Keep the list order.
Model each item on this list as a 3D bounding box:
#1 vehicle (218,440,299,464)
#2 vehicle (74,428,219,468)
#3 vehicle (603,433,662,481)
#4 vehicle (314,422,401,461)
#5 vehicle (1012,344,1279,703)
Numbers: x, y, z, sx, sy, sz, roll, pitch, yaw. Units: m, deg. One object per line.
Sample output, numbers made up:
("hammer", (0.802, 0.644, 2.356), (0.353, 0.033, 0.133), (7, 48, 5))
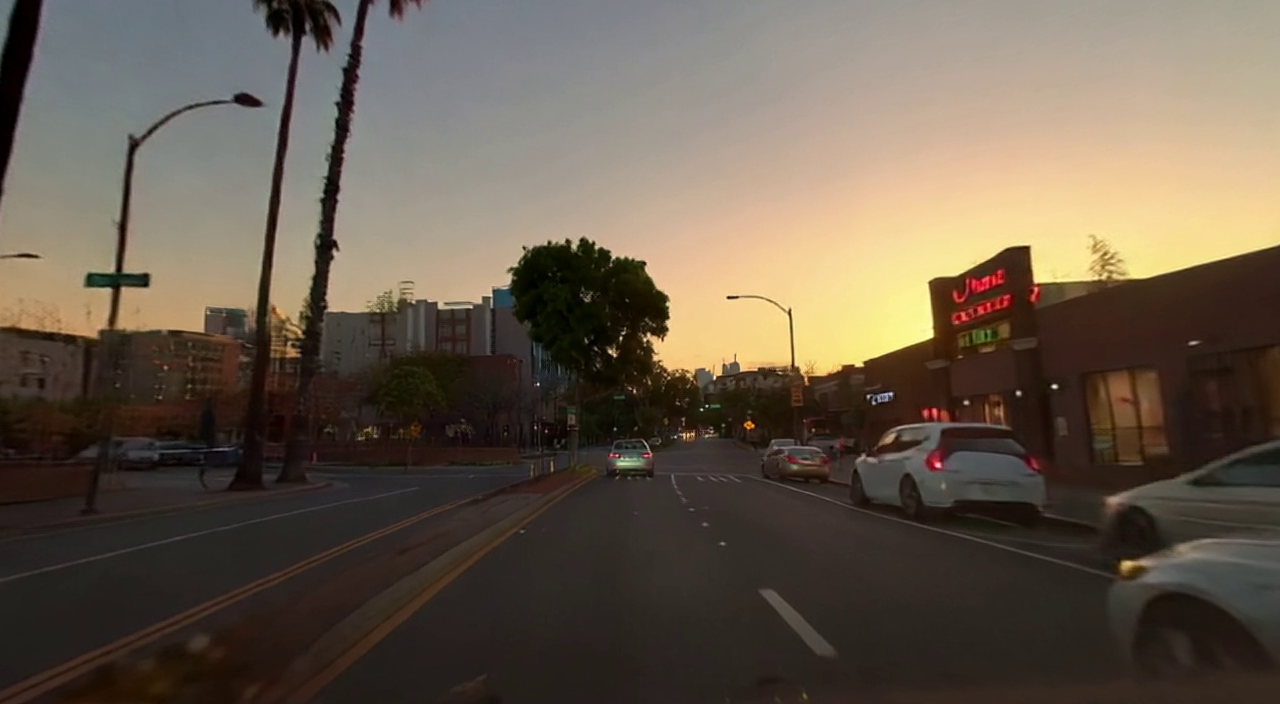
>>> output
("vehicle", (-29.145, 7.625, 48.397), (1.863, 1.733, 4.974), (-5, -9, 26))
("vehicle", (-32.639, 6.365, 42.173), (2.562, 2.387, 6.989), (-4, -9, 29))
("vehicle", (-0.302, 4.013, 24.377), (2.063, 1.664, 4.471), (0, -8, -1))
("vehicle", (-20.913, 6.673, 47.041), (2.198, 2.684, 5.751), (-4, -9, 25))
("vehicle", (3.093, 0.690, 1.297), (1.983, 1.654, 4.354), (0, -8, 0))
